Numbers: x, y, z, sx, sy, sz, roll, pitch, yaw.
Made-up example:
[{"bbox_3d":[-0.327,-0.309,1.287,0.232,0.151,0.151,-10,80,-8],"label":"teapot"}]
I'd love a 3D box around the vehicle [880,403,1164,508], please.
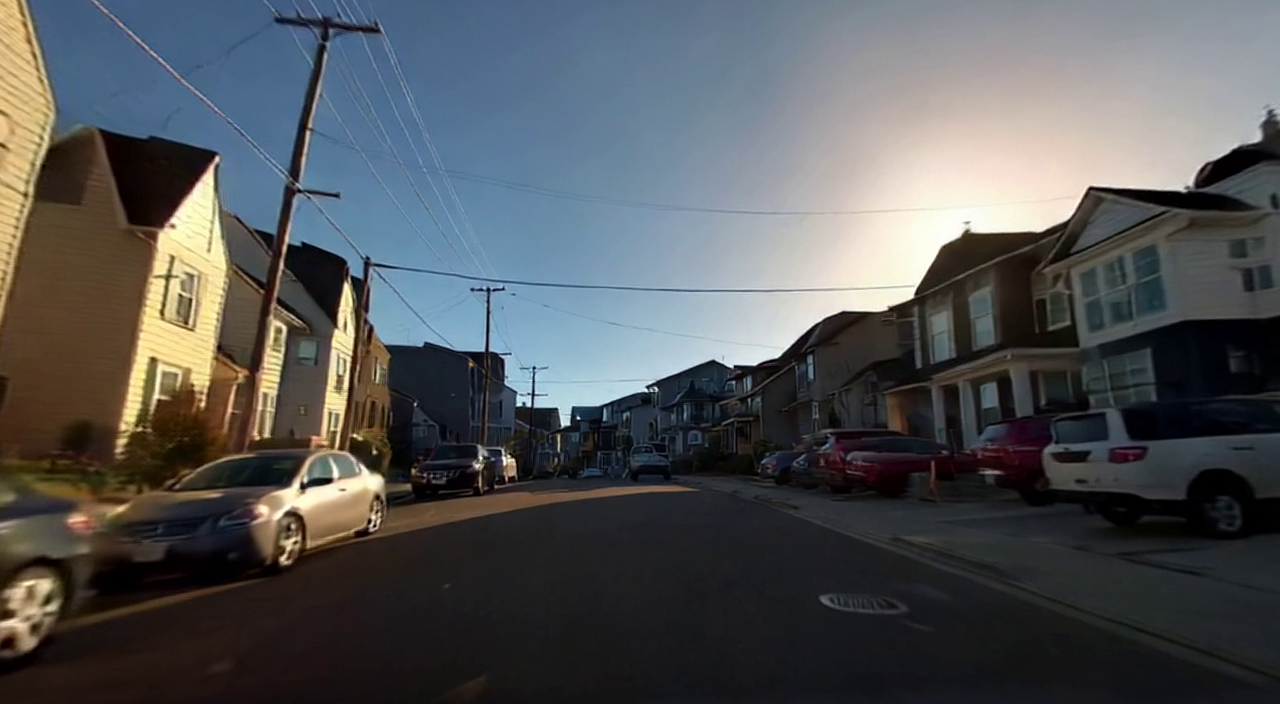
[{"bbox_3d":[7.548,2.068,12.850,4.316,1.730,2.166,-2,-8,-5],"label":"vehicle"}]

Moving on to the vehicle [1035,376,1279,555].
[{"bbox_3d":[7.713,1.259,7.747,4.324,1.774,1.994,-3,-9,-5],"label":"vehicle"}]

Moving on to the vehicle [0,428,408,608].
[{"bbox_3d":[-4.891,1.823,8.278,2.084,1.522,4.925,3,-6,-4],"label":"vehicle"}]

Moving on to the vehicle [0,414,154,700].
[{"bbox_3d":[-4.356,0.950,2.229,1.975,1.513,4.406,-1,-9,-4],"label":"vehicle"}]

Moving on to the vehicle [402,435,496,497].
[{"bbox_3d":[-5.849,3.488,19.847,1.967,1.656,3.924,2,-7,-5],"label":"vehicle"}]

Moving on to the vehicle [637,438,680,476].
[{"bbox_3d":[1.080,6.536,39.449,2.343,2.229,4.199,1,-9,-3],"label":"vehicle"}]
